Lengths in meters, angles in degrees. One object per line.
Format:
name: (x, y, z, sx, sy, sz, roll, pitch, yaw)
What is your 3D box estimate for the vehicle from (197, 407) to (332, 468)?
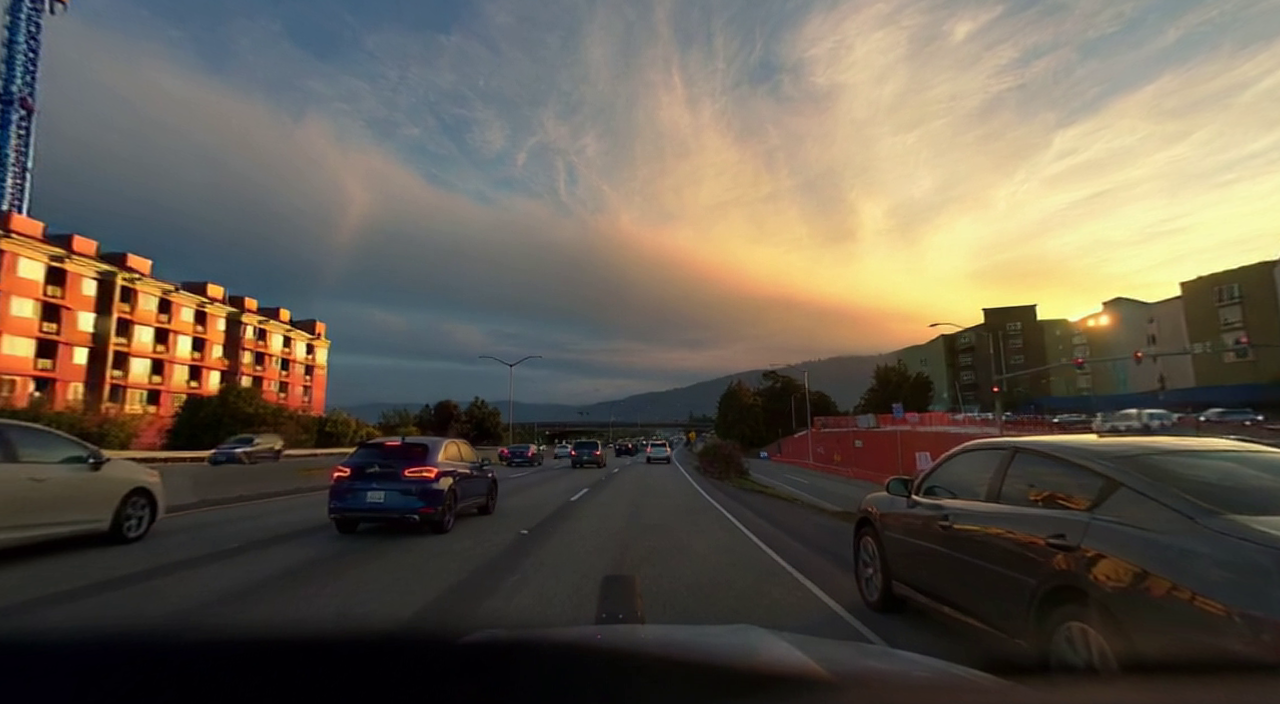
vehicle: (-22.732, 5.332, 38.884, 2.938, 3.320, 8.188, 0, -8, 2)

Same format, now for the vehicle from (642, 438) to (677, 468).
vehicle: (1.210, 6.507, 40.707, 2.116, 1.763, 4.352, 0, -8, 1)

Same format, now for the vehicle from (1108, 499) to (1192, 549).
vehicle: (22.191, 7.436, 27.581, 1.873, 1.547, 4.240, -4, -9, 27)

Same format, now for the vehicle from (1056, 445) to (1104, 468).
vehicle: (32.304, 7.616, 46.341, 1.840, 1.533, 4.657, -3, -9, 22)

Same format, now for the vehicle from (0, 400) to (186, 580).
vehicle: (-7.237, 1.331, 6.106, 2.113, 1.724, 4.656, 0, -8, 1)

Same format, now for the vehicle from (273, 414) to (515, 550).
vehicle: (-3.579, 1.974, 10.269, 2.045, 1.710, 4.382, 0, -8, 2)

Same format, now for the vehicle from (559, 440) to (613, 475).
vehicle: (-2.725, 5.445, 32.909, 2.109, 1.657, 4.554, 0, -8, 4)
